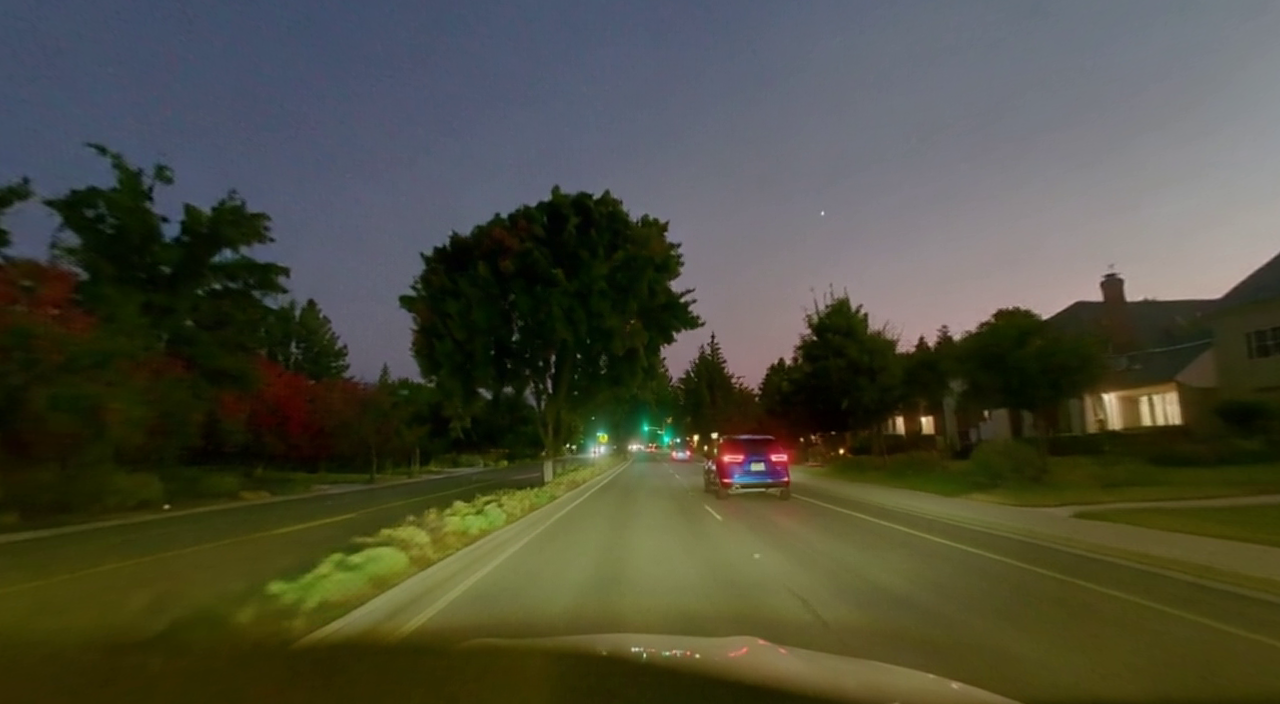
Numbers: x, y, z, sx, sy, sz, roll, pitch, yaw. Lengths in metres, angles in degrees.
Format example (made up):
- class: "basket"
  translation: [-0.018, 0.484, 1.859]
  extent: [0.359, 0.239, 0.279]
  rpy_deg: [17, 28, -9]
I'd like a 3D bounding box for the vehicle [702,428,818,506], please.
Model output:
- class: "vehicle"
  translation: [2.986, 3.022, 16.874]
  extent: [2.180, 1.773, 4.639]
  rpy_deg: [0, -9, 0]
